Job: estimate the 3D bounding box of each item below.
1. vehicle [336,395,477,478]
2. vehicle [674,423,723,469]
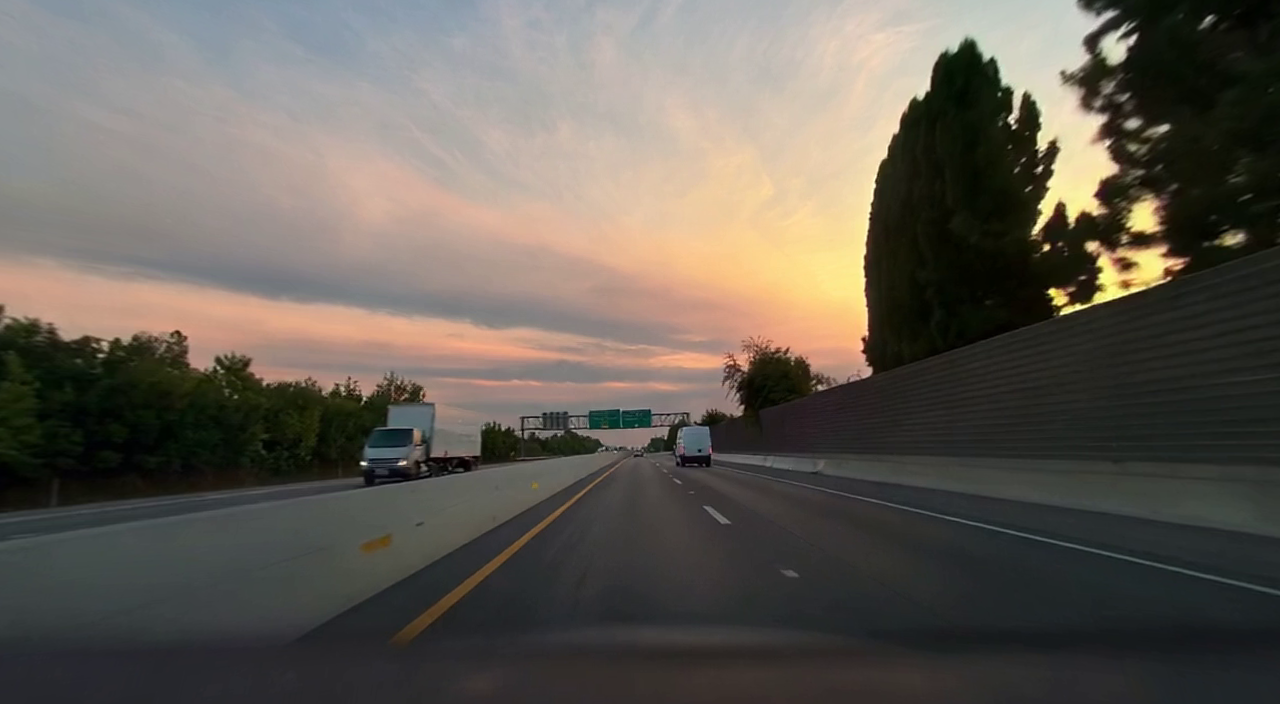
[{"bbox_3d":[-12.871,5.063,36.734,3.219,3.940,13.412,0,-9,0],"label":"vehicle"},{"bbox_3d":[3.818,6.325,42.266,2.449,2.805,6.763,0,-9,-1],"label":"vehicle"}]
